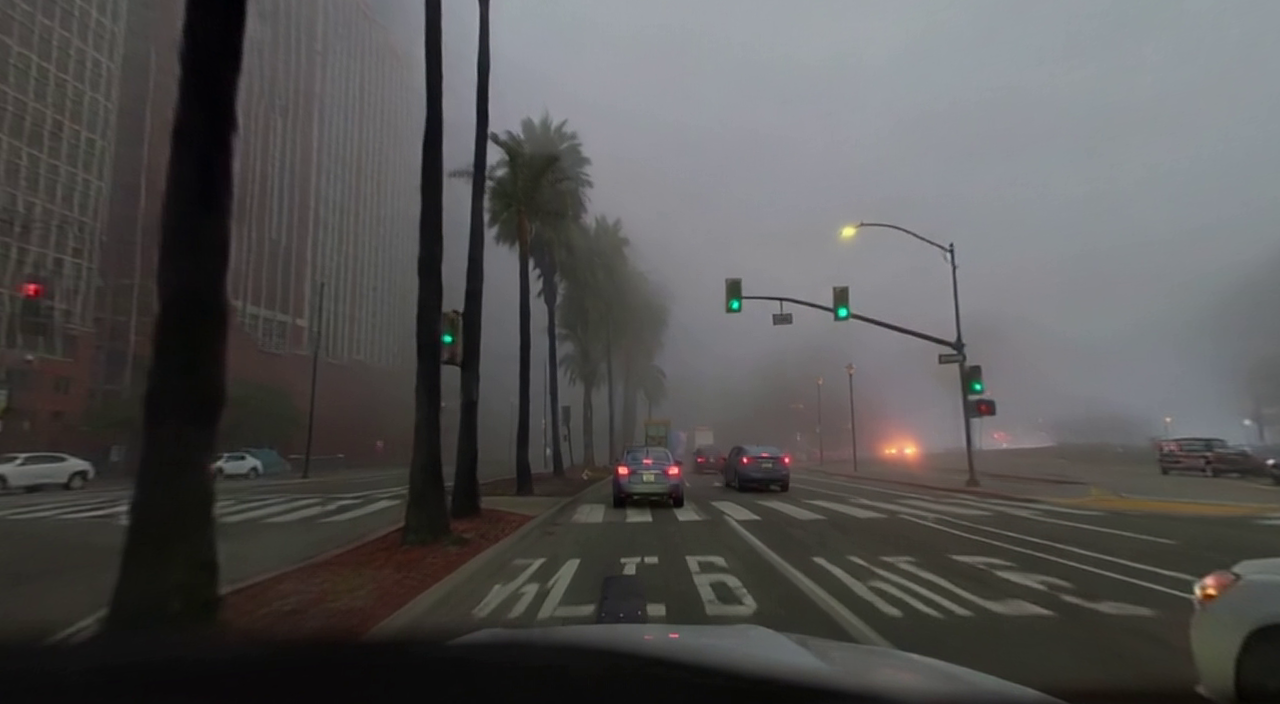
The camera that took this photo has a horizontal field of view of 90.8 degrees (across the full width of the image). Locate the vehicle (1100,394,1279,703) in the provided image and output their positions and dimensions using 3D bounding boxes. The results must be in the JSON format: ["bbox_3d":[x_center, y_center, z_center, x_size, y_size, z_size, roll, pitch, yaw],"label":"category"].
[{"bbox_3d":[3.519,0.723,1.239,1.920,1.490,4.417,0,-9,1],"label":"vehicle"}]

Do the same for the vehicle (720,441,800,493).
[{"bbox_3d":[3.742,3.633,20.328,1.909,1.500,3.524,0,-9,1],"label":"vehicle"}]

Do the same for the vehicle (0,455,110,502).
[{"bbox_3d":[-21.613,4.348,21.935,1.844,1.478,4.618,-2,-9,13],"label":"vehicle"}]

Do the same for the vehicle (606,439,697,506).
[{"bbox_3d":[0.299,3.009,16.181,2.048,1.503,3.681,0,-9,1],"label":"vehicle"}]

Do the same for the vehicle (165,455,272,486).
[{"bbox_3d":[-22.163,6.223,33.472,1.809,1.472,4.601,-2,-9,13],"label":"vehicle"}]
